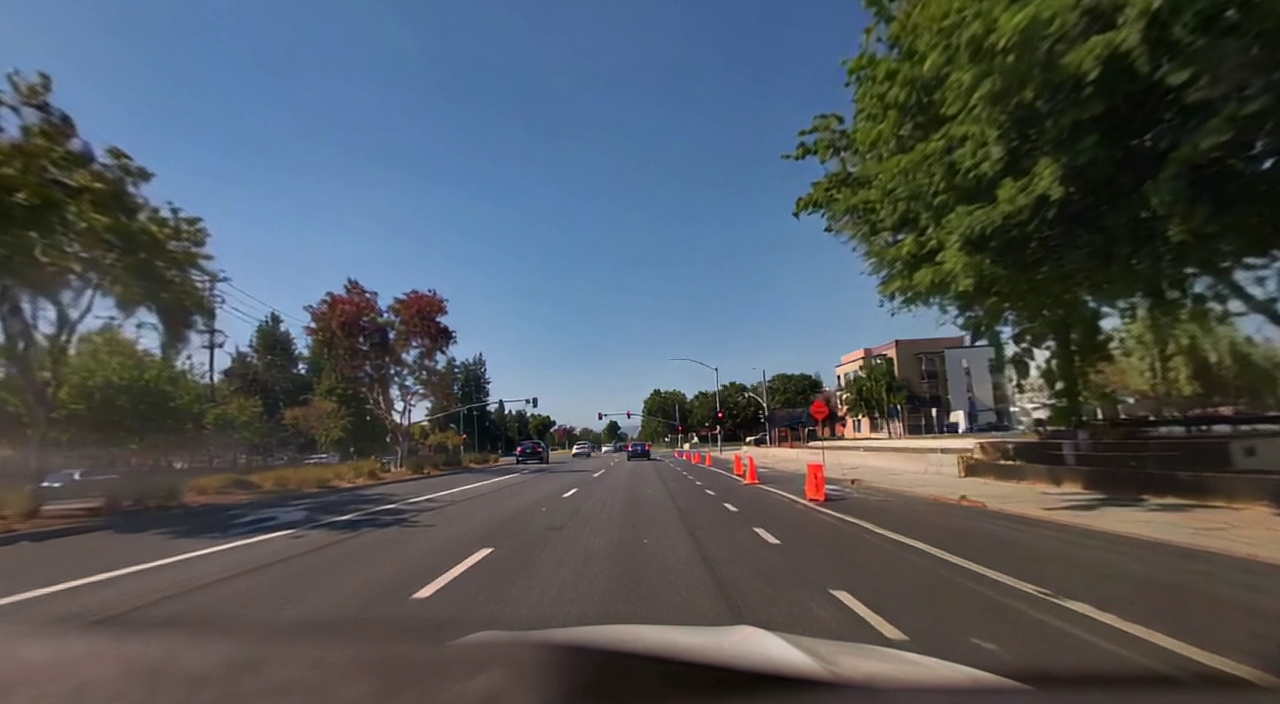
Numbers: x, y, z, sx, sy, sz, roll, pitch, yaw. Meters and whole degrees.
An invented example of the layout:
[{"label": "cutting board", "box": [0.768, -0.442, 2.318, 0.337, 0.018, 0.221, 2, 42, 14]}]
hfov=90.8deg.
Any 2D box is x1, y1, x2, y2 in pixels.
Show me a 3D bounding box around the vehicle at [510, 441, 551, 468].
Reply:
[{"label": "vehicle", "box": [-6.629, 6.247, 38.673, 1.869, 1.570, 4.064, 0, -9, -2]}]
